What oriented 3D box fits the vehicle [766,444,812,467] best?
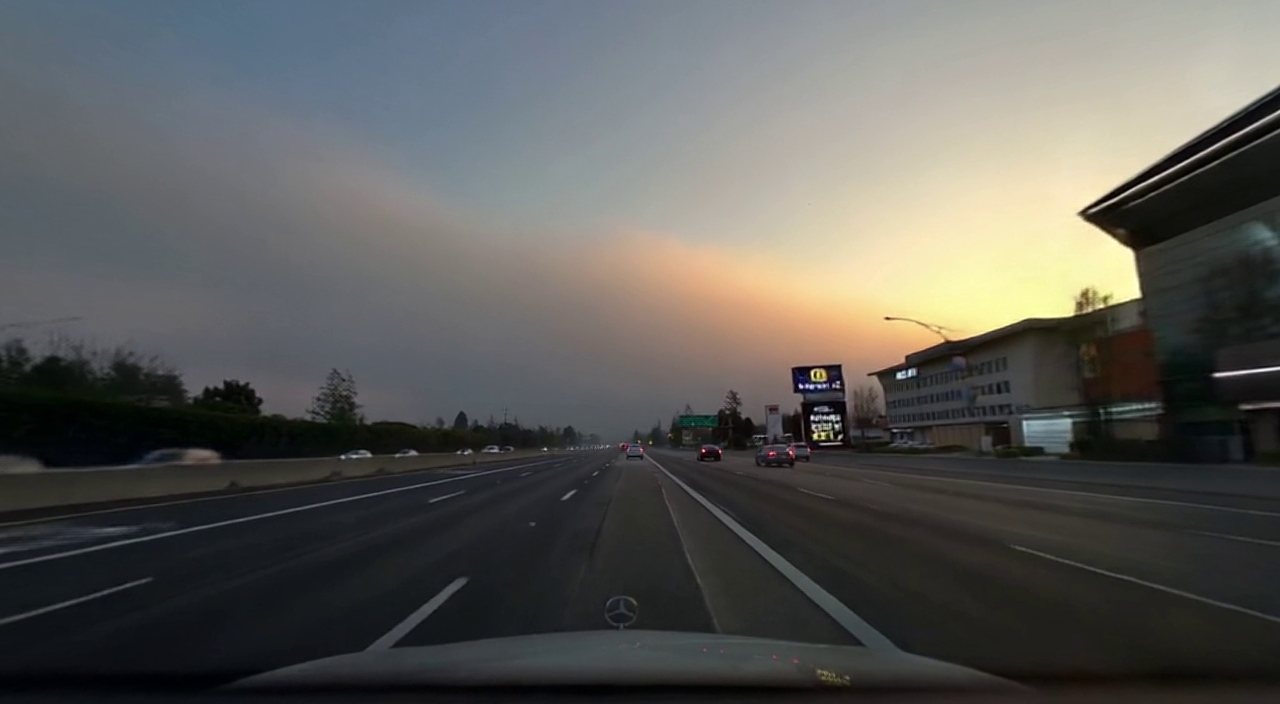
[{"bbox_3d":[10.211,7.117,43.607,1.953,1.473,4.512,0,-8,-1],"label":"vehicle"}]

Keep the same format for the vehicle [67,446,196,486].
[{"bbox_3d":[-22.937,5.120,28.797,2.035,1.568,4.785,1,-8,-3],"label":"vehicle"}]
